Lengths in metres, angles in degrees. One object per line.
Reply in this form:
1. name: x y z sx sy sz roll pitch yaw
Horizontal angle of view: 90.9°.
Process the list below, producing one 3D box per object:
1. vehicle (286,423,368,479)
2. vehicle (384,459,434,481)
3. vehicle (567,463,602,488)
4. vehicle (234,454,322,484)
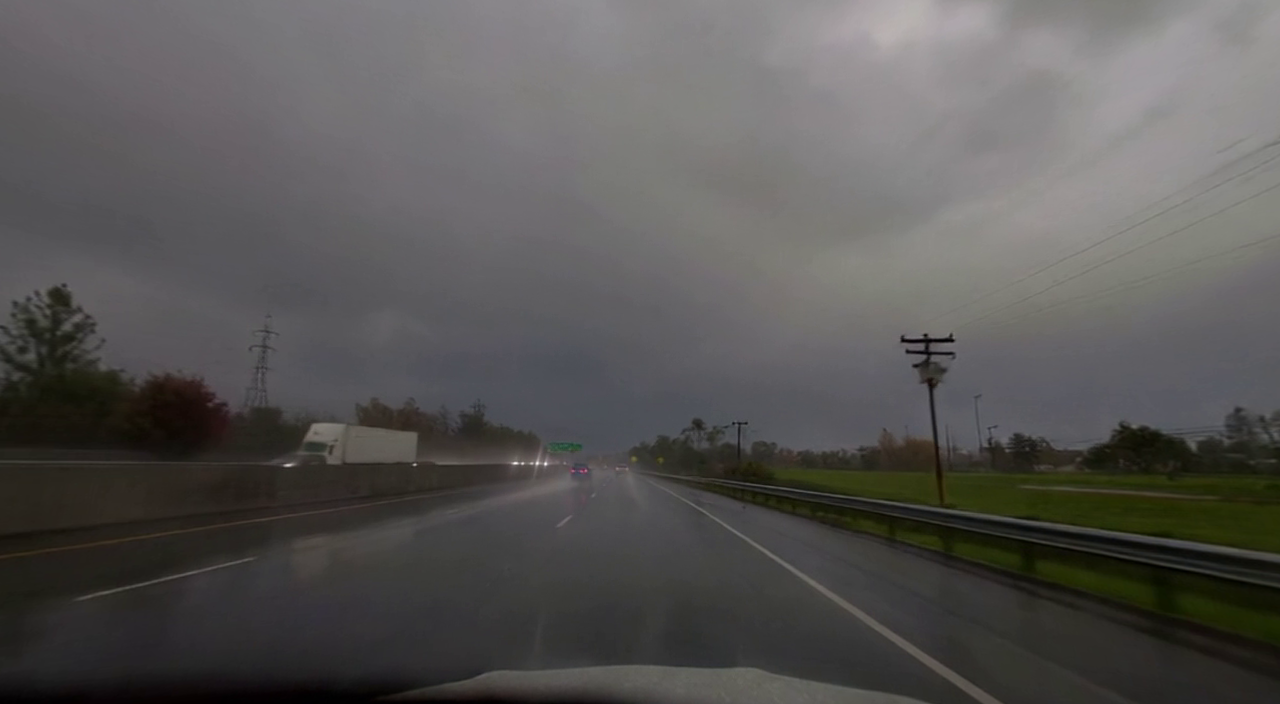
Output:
1. vehicle: -23.887 7.660 48.486 3.203 3.952 5.905 1 -10 -2
2. vehicle: -16.351 8.393 44.820 1.885 1.464 4.601 1 -10 -1
3. vehicle: -3.998 8.965 45.846 2.194 1.704 4.421 1 -10 -1
4. vehicle: -19.657 6.384 34.503 2.157 1.508 4.446 1 -10 -1
